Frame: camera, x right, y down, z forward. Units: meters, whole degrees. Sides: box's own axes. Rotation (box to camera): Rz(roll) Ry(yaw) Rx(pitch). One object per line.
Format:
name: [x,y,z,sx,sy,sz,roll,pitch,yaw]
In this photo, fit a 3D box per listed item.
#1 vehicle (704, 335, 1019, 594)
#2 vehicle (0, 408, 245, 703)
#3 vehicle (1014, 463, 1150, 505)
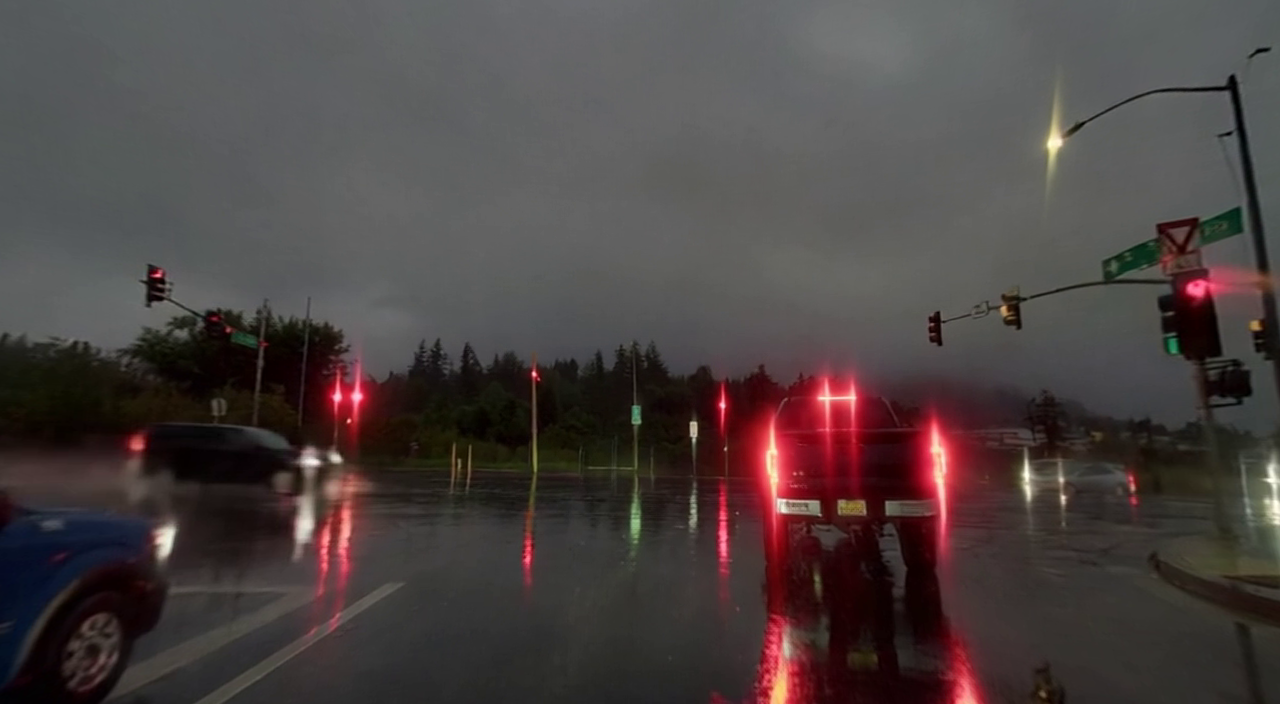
vehicle: [2.644,1.496,9.106,2.851,2.400,5.978,-2,-9,11]
vehicle: [-4.050,0.957,2.623,1.913,1.491,4.547,0,-9,-1]
vehicle: [19.280,5.761,27.639,4.356,1.498,1.957,-3,-8,2]
